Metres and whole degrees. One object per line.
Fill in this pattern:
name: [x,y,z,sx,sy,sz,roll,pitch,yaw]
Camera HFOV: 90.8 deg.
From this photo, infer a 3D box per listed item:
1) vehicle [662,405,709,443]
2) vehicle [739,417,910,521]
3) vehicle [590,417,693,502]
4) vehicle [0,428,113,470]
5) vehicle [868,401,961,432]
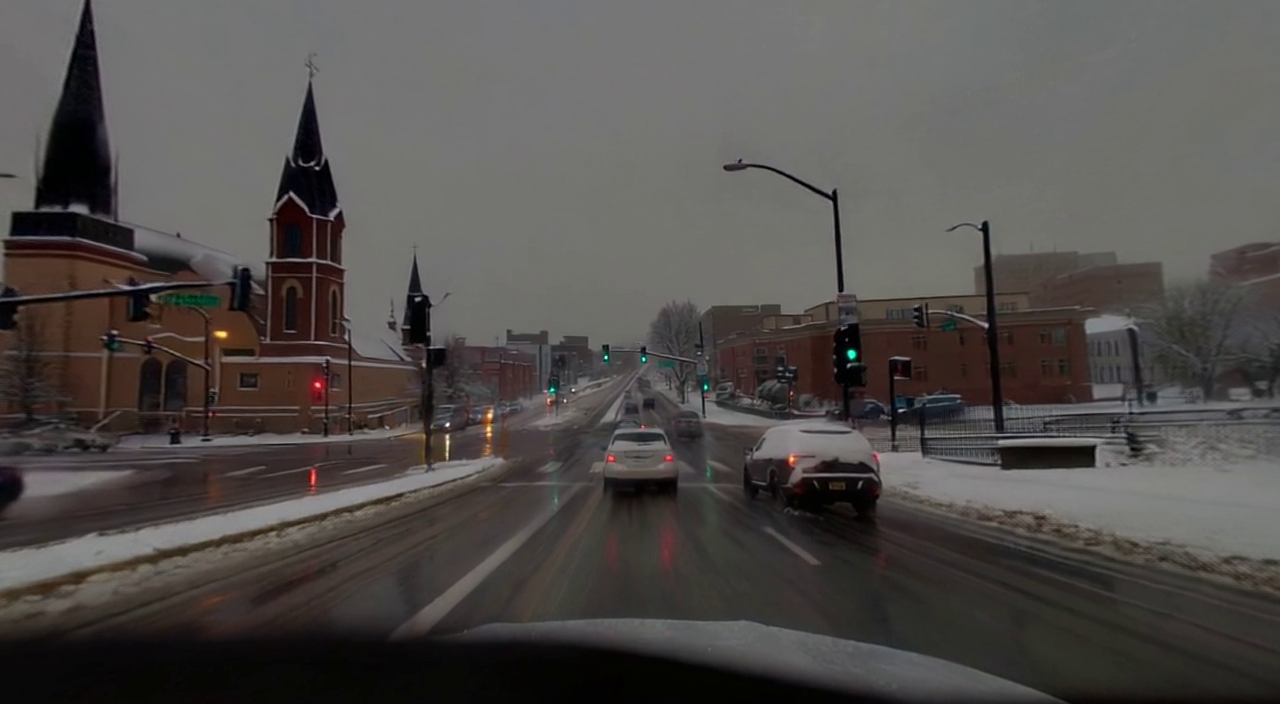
vehicle: [2.635,4.225,37.799,2.228,1.922,5.335,0,-3,-2]
vehicle: [3.540,2.359,13.229,2.080,1.735,4.650,1,-8,-1]
vehicle: [0.048,2.591,15.548,2.168,1.776,4.135,0,-8,0]
vehicle: [-30.481,4.929,32.318,4.955,1.828,2.268,0,-3,-3]
vehicle: [16.432,3.876,37.968,4.512,1.734,2.143,-1,-6,-5]
